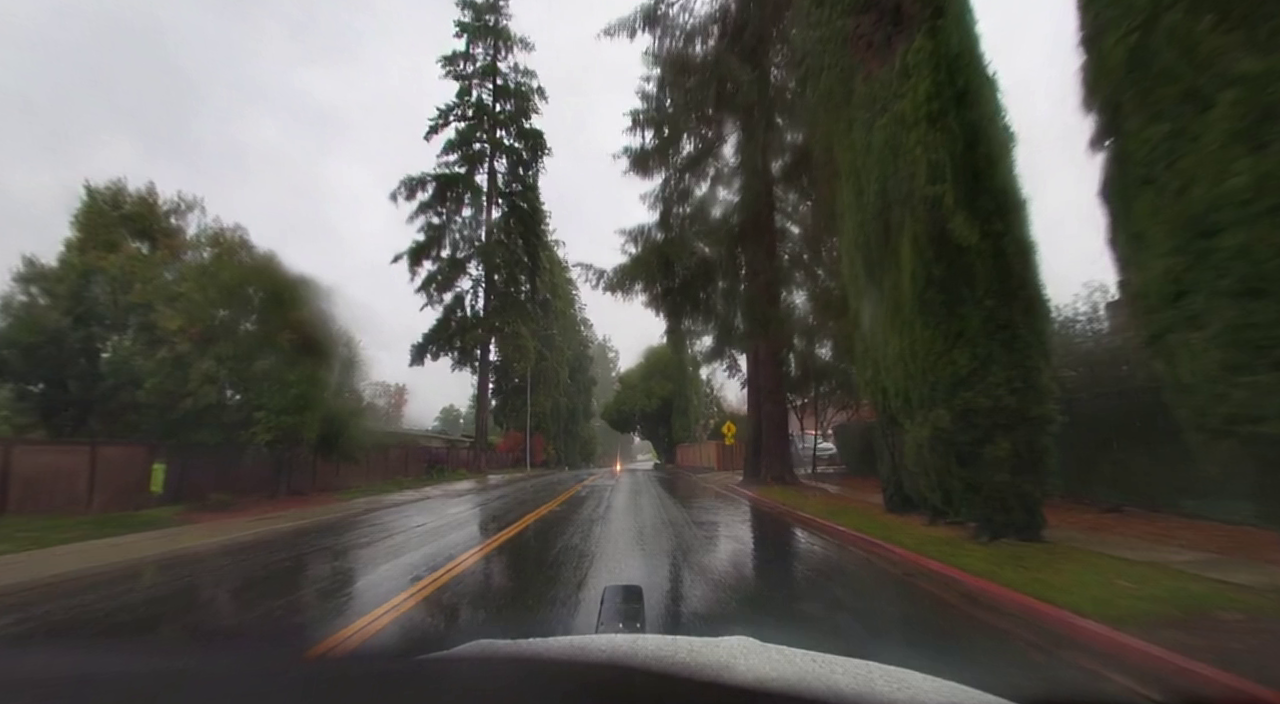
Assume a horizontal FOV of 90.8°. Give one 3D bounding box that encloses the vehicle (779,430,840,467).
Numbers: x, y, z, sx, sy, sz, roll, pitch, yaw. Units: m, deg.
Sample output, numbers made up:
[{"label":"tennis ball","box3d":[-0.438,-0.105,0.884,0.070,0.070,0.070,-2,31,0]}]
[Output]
[{"label":"vehicle","box3d":[10.071,5.815,38.099,2.335,2.028,6.172,-1,-8,4]}]
